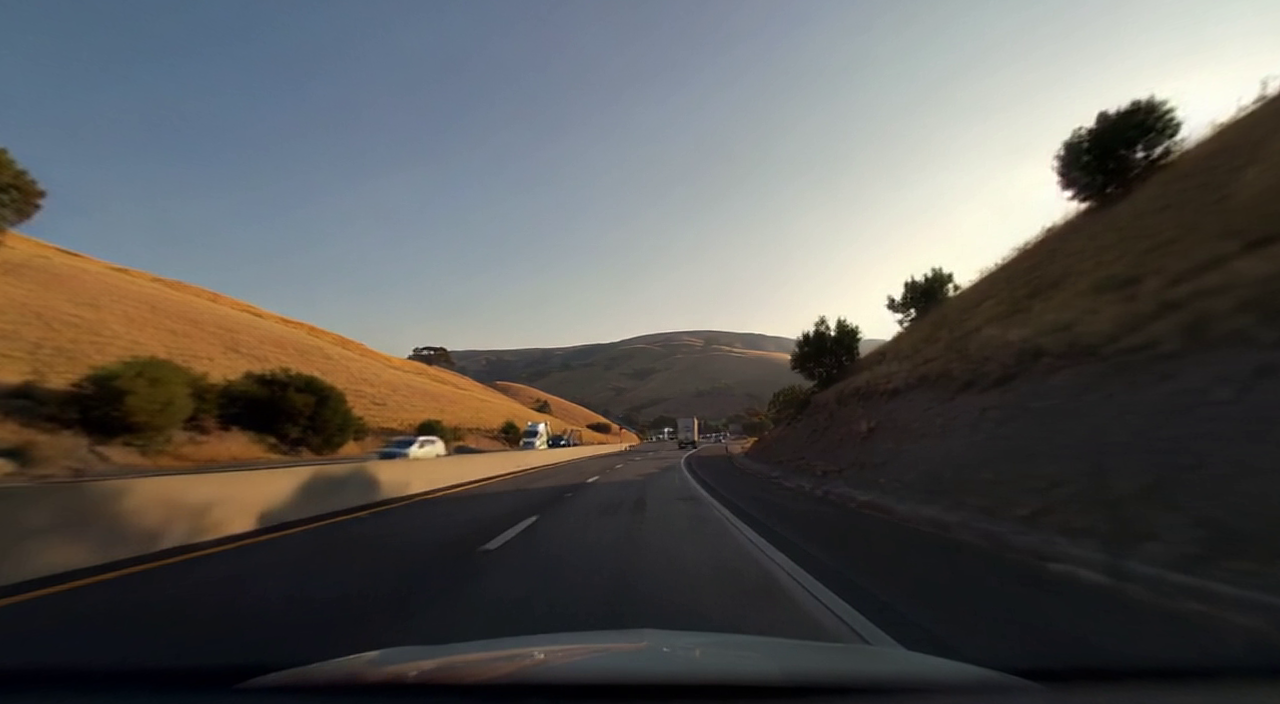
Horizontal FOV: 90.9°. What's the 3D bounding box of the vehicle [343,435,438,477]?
[{"bbox_3d":[-10.185,4.289,26.222,1.982,1.545,4.715,0,-9,1],"label":"vehicle"}]
